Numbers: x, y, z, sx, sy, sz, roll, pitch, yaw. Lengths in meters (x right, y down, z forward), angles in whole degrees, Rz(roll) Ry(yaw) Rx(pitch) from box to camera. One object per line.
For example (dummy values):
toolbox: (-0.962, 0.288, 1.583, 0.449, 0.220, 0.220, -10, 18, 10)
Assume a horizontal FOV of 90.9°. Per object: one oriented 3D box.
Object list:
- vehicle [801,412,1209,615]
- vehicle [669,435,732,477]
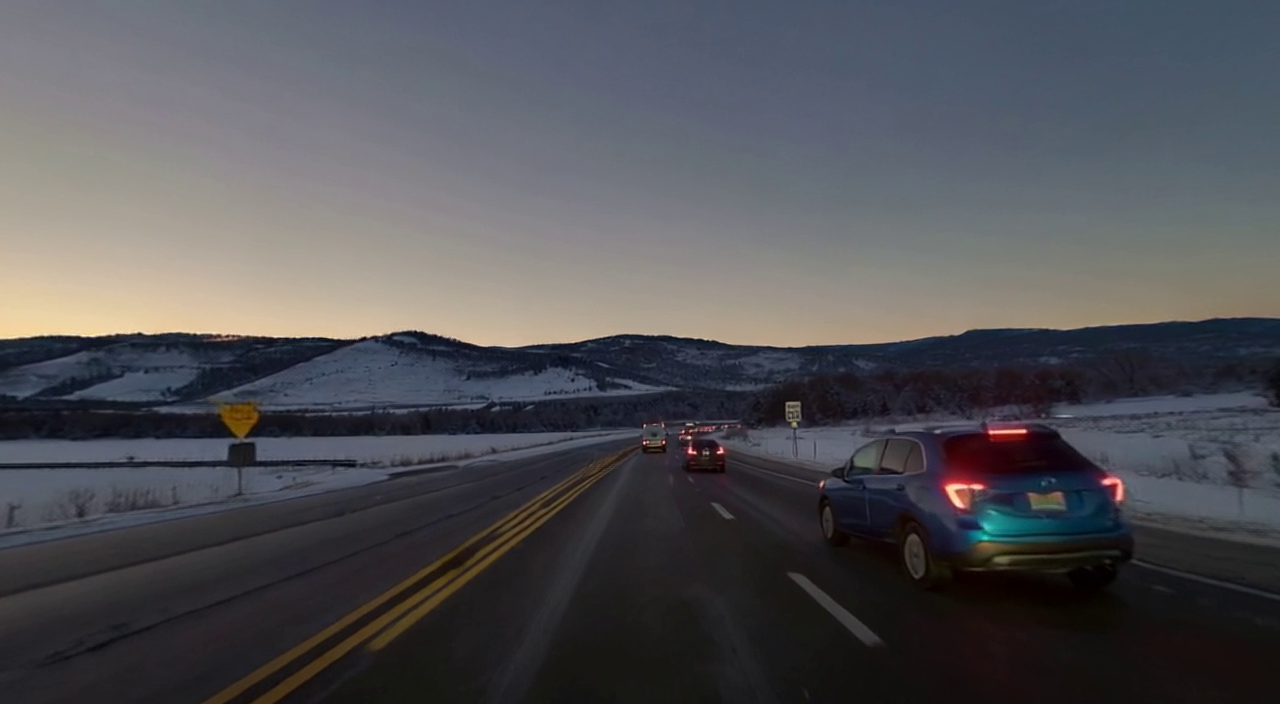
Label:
vehicle: (3.306, 1.524, 6.863, 2.007, 1.534, 3.976, 0, -8, 0)
vehicle: (2.375, 4.221, 25.865, 2.026, 1.531, 4.273, 0, -8, -2)
